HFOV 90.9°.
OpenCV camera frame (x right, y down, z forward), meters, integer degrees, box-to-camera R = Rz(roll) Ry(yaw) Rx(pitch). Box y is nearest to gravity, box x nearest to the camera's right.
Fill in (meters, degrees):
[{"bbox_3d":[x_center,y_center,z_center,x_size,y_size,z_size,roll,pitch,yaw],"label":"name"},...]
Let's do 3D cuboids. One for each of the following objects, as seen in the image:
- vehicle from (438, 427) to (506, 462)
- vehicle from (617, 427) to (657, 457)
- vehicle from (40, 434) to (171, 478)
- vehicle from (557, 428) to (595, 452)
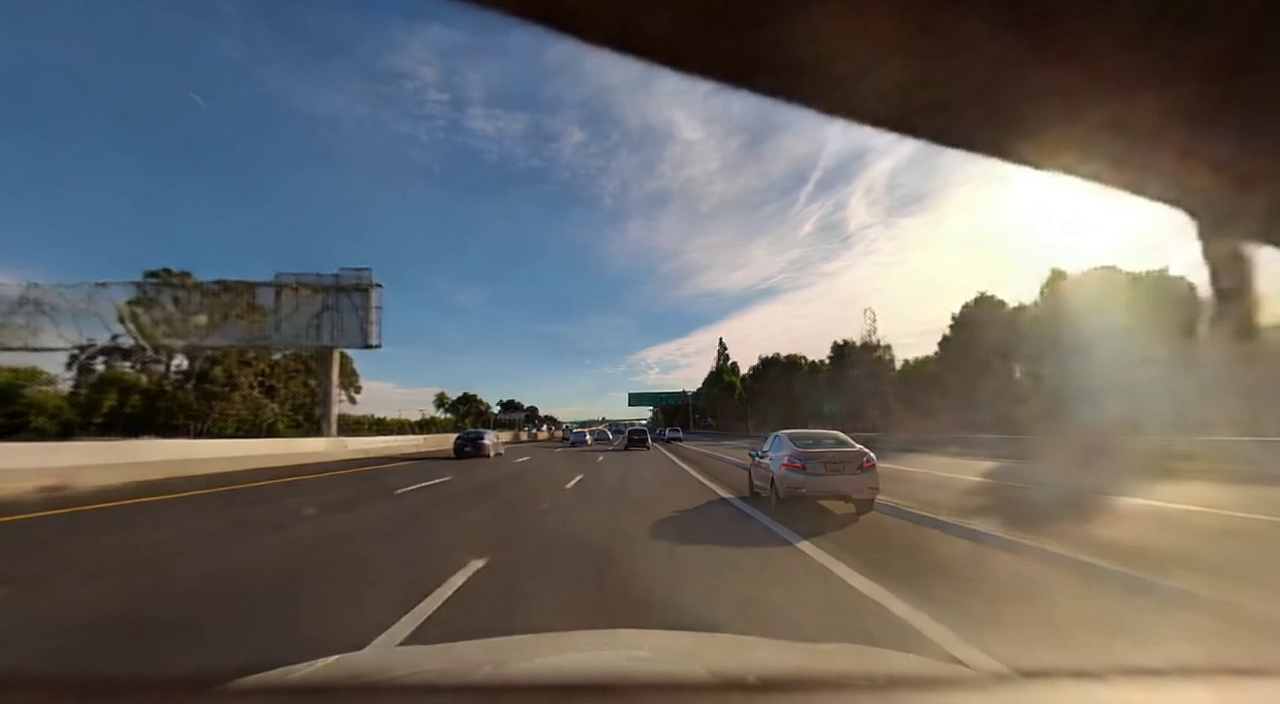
[{"bbox_3d":[-7.826,4.334,29.761,2.009,1.537,4.449,1,-8,0],"label":"vehicle"},{"bbox_3d":[-0.234,5.366,37.744,2.240,1.646,4.949,1,-8,-1],"label":"vehicle"},{"bbox_3d":[-23.037,4.453,27.409,1.955,1.743,4.293,1,-8,-1],"label":"vehicle"},{"bbox_3d":[-4.228,5.901,42.244,2.103,1.512,4.155,0,-8,0],"label":"vehicle"}]
